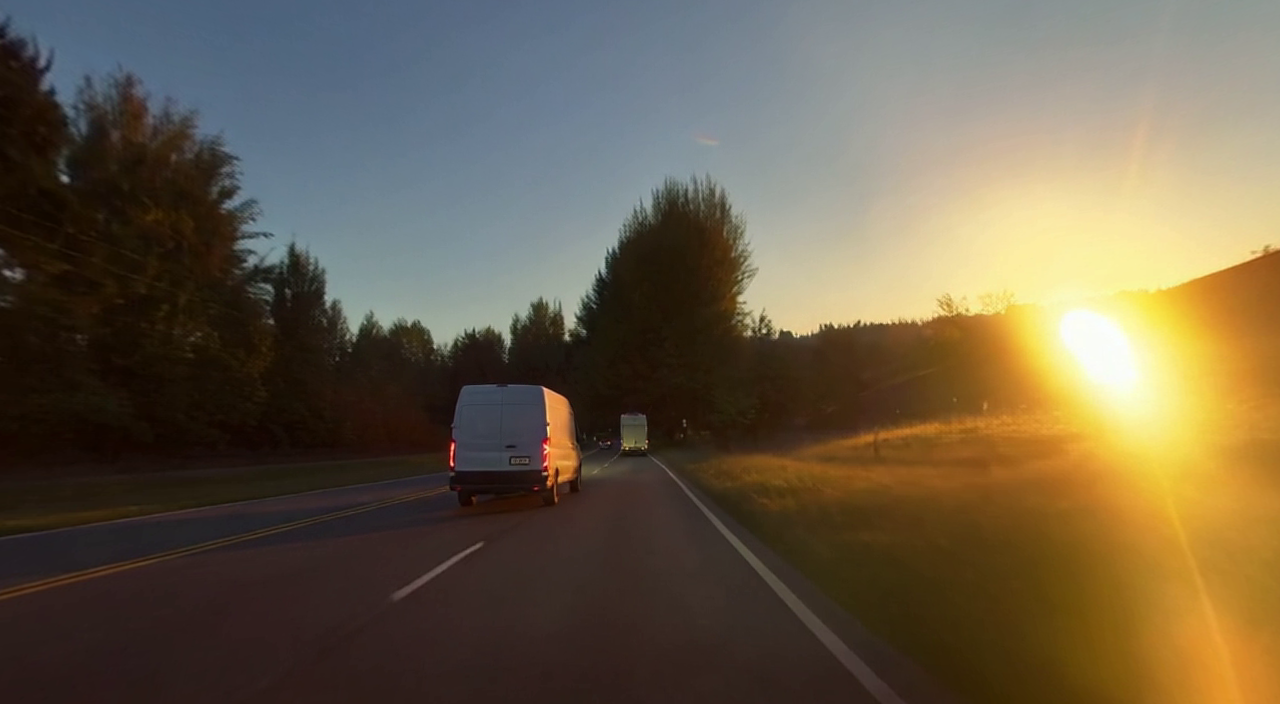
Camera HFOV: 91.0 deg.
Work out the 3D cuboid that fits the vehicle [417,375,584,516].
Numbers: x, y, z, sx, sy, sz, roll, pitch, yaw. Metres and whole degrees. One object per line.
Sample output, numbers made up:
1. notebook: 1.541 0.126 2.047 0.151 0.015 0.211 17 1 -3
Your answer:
1. vehicle: -2.878 2.193 14.869 2.497 2.628 6.016 0 -8 0
